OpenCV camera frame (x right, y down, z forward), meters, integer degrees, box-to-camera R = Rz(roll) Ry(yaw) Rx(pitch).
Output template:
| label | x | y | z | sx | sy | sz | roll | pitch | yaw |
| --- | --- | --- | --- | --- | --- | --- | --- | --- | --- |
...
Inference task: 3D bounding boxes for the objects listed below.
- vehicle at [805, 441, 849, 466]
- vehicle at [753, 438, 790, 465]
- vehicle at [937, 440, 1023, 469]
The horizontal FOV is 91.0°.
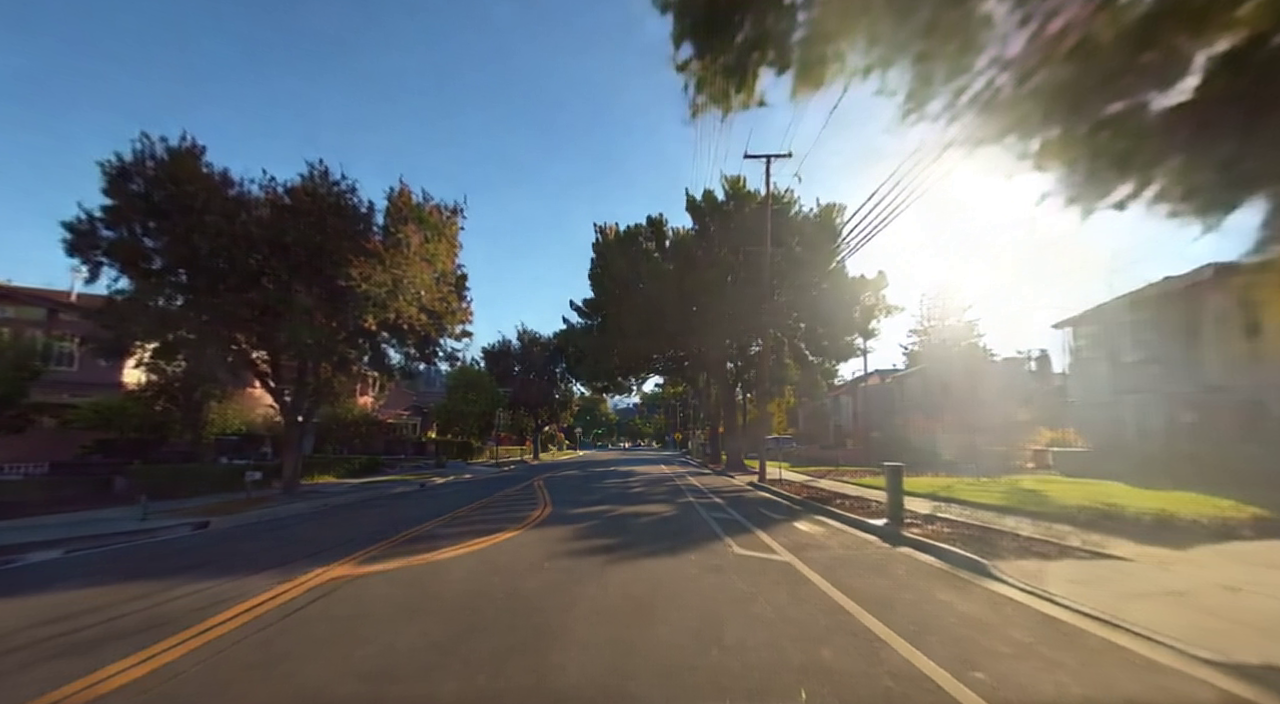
| label | x | y | z | sx | sy | sz | roll | pitch | yaw |
| --- | --- | --- | --- | --- | --- | --- | --- | --- | --- |
| vehicle | 13.518 | 7.372 | 45.699 | 1.935 | 1.683 | 4.669 | 0 | -9 | 2 |
| vehicle | 10.242 | 7.806 | 49.294 | 1.912 | 1.953 | 4.651 | 0 | -9 | 0 |
| vehicle | 21.033 | 6.325 | 39.067 | 3.943 | 1.664 | 2.391 | 0 | -8 | -1 |
